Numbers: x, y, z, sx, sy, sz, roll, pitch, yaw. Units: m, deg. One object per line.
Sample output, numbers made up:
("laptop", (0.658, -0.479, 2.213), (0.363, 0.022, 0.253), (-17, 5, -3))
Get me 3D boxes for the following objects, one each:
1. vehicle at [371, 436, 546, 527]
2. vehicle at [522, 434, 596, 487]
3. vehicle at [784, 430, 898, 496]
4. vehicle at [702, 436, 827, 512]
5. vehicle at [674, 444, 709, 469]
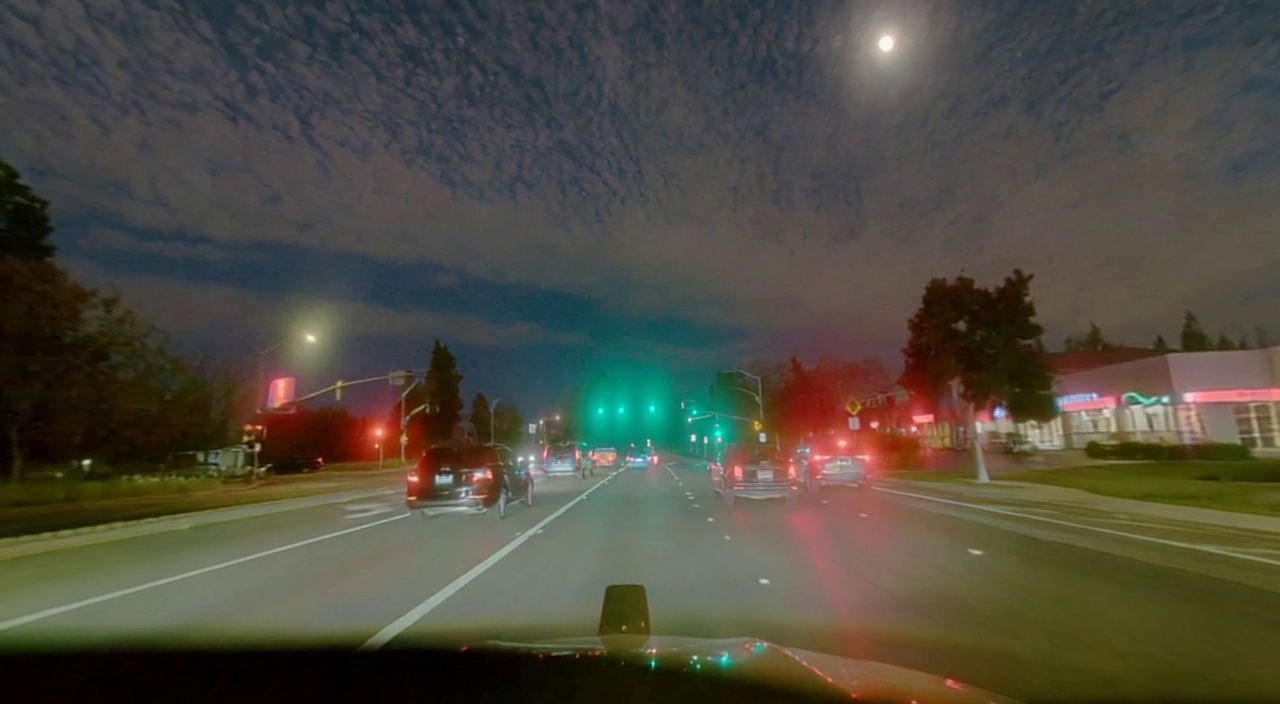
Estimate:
("vehicle", (-3.388, 2.517, 12.889), (2.087, 1.494, 4.626), (0, -9, 1))
("vehicle", (-3.043, 4.200, 24.716), (2.187, 1.825, 4.621), (0, -9, 1))
("vehicle", (5.903, 3.316, 19.148), (1.979, 1.738, 4.418), (0, -9, 0))
("vehicle", (2.738, 2.796, 14.930), (2.004, 1.512, 4.206), (0, -9, -1))
("vehicle", (3.486, 7.183, 43.473), (2.030, 1.628, 4.080), (0, -9, 0))
